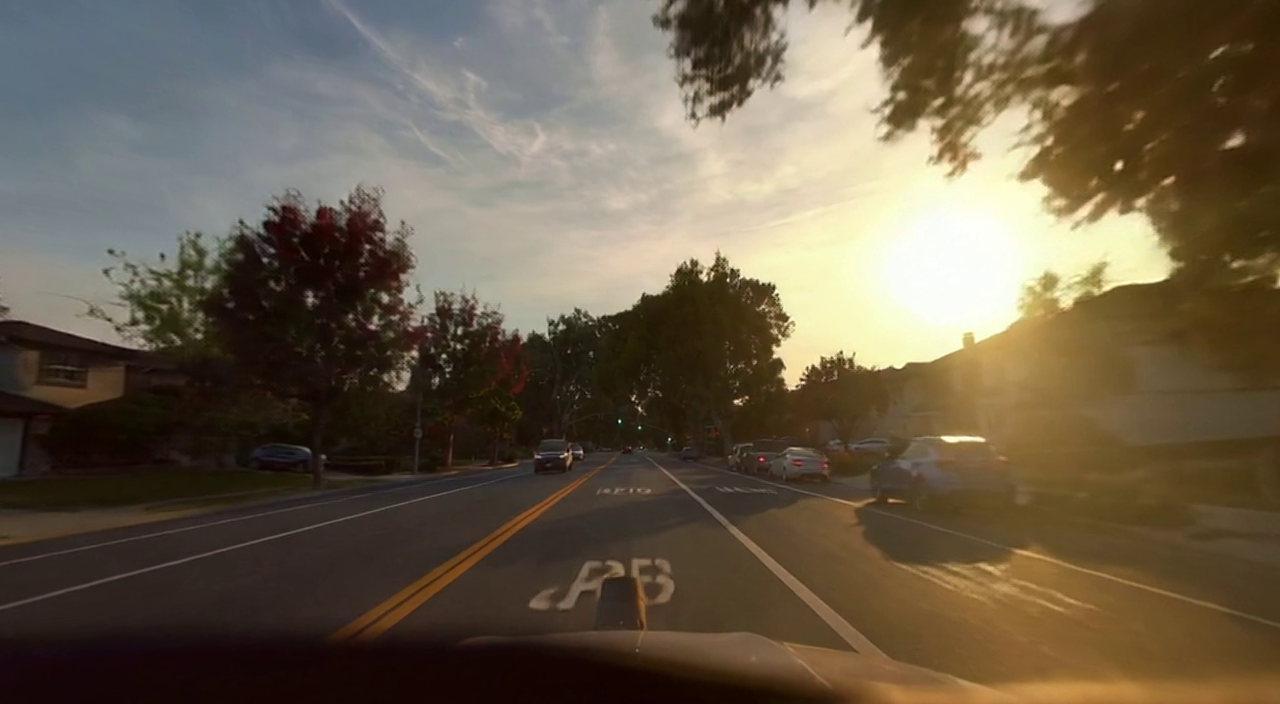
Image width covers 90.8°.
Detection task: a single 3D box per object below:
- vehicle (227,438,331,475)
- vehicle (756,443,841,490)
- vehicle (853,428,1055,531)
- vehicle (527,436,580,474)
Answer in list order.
[{"bbox_3d":[-21.110,6.118,37.148,4.461,2.065,2.574,0,-8,-2],"label":"vehicle"},{"bbox_3d":[6.294,4.575,25.688,2.226,1.682,4.461,0,-8,-1],"label":"vehicle"},{"bbox_3d":[6.588,2.692,13.992,2.099,1.878,4.476,0,-8,-1],"label":"vehicle"},{"bbox_3d":[-4.509,5.443,33.741,2.050,1.841,5.290,0,-8,0],"label":"vehicle"}]
